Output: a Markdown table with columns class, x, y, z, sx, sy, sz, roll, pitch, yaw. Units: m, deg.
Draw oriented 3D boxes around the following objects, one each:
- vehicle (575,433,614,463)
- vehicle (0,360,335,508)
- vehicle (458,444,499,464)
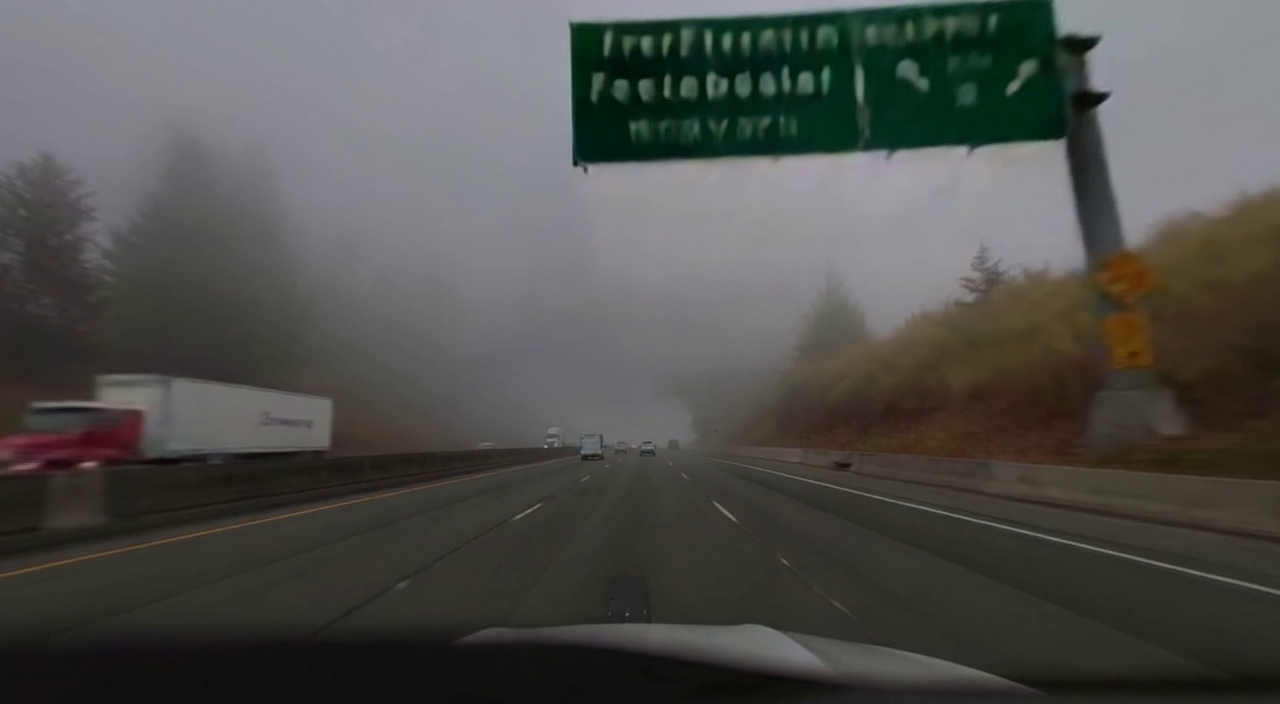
| class | x | y | z | sx | sy | sz | roll | pitch | yaw |
| --- | --- | --- | --- | --- | --- | --- | --- | --- | --- |
| vehicle | -3.094 | 6.694 | 43.947 | 2.286 | 2.011 | 4.452 | 0 | -8 | 1 |
| vehicle | -17.290 | 3.313 | 24.654 | 2.974 | 3.996 | 15.157 | 0 | -8 | 0 |
| vehicle | -12.534 | 7.904 | 48.970 | 1.911 | 1.515 | 4.508 | 0 | -8 | 1 |
